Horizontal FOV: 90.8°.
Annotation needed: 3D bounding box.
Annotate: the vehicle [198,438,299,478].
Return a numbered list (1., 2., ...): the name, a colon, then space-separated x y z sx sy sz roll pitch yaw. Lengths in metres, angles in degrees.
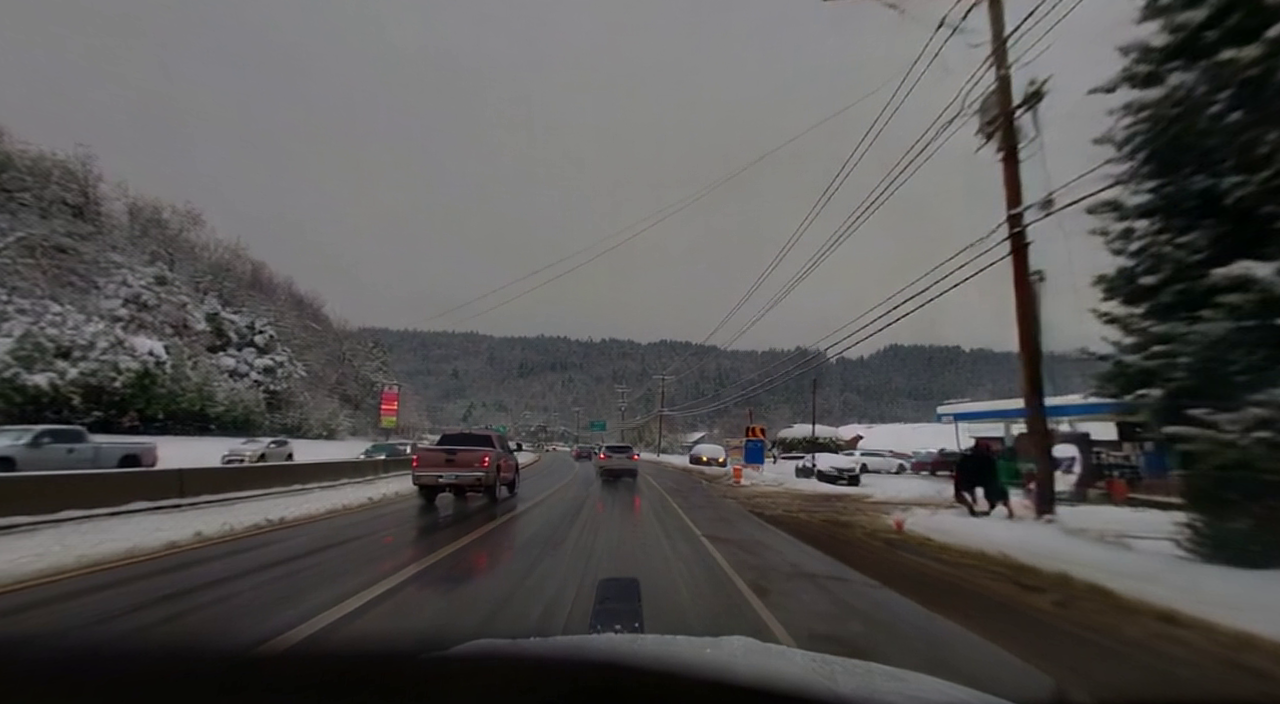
1. vehicle: -17.873 4.851 29.116 1.972 1.677 4.443 0 -9 -4

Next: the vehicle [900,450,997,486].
1. vehicle: 16.680 6.264 34.460 1.986 1.771 4.809 2 -9 -15

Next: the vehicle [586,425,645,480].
1. vehicle: -1.213 4.668 29.491 2.486 2.280 5.291 0 -9 -3

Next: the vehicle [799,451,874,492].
1. vehicle: 8.705 5.314 28.408 1.933 1.480 4.249 2 -7 -2

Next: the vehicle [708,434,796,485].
1. vehicle: 5.240 5.188 30.943 2.706 2.199 6.527 1 -9 -4

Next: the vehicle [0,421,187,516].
1. vehicle: -13.180 2.554 14.249 2.136 1.787 5.145 0 -9 -1

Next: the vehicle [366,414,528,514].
1. vehicle: -4.423 2.706 15.750 2.345 2.012 5.693 0 -9 -1
